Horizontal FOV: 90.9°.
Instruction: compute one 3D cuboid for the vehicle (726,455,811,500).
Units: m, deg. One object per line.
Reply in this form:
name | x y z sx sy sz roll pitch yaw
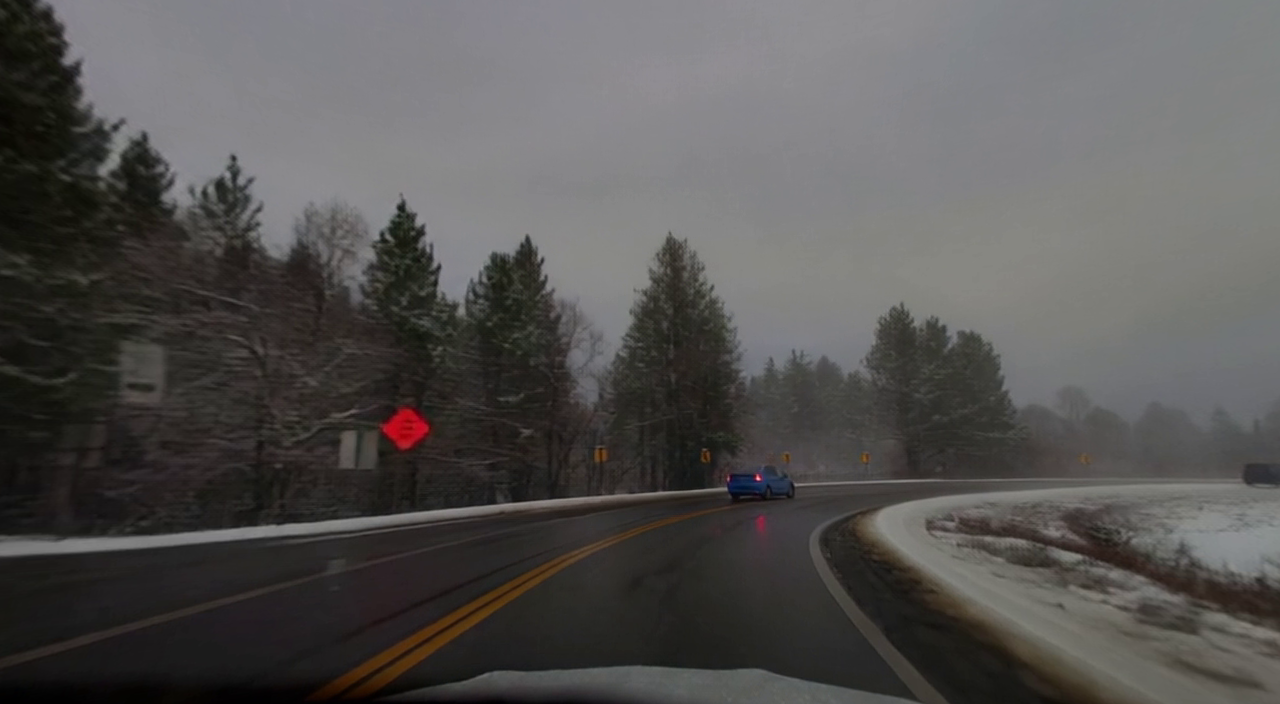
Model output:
vehicle | 5.467 5.217 26.383 1.997 1.692 4.422 -6 -12 32
